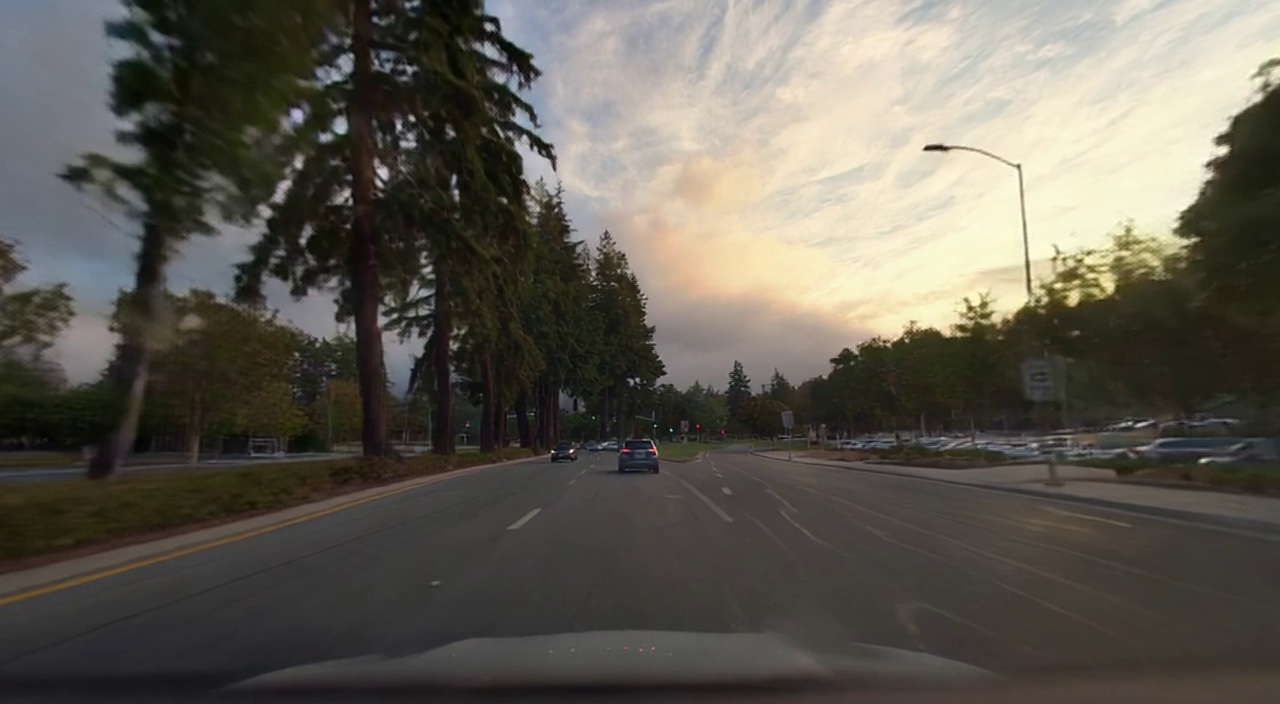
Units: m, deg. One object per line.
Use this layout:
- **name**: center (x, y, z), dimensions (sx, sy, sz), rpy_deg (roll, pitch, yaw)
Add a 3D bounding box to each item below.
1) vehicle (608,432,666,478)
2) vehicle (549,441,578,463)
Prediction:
- **vehicle**: center (-0.152, 4.112, 25.328), dimensions (2.135, 1.691, 3.884), rpy_deg (0, -9, -1)
- **vehicle**: center (-5.776, 7.531, 47.685), dimensions (1.950, 1.563, 3.727), rpy_deg (0, -9, -4)
